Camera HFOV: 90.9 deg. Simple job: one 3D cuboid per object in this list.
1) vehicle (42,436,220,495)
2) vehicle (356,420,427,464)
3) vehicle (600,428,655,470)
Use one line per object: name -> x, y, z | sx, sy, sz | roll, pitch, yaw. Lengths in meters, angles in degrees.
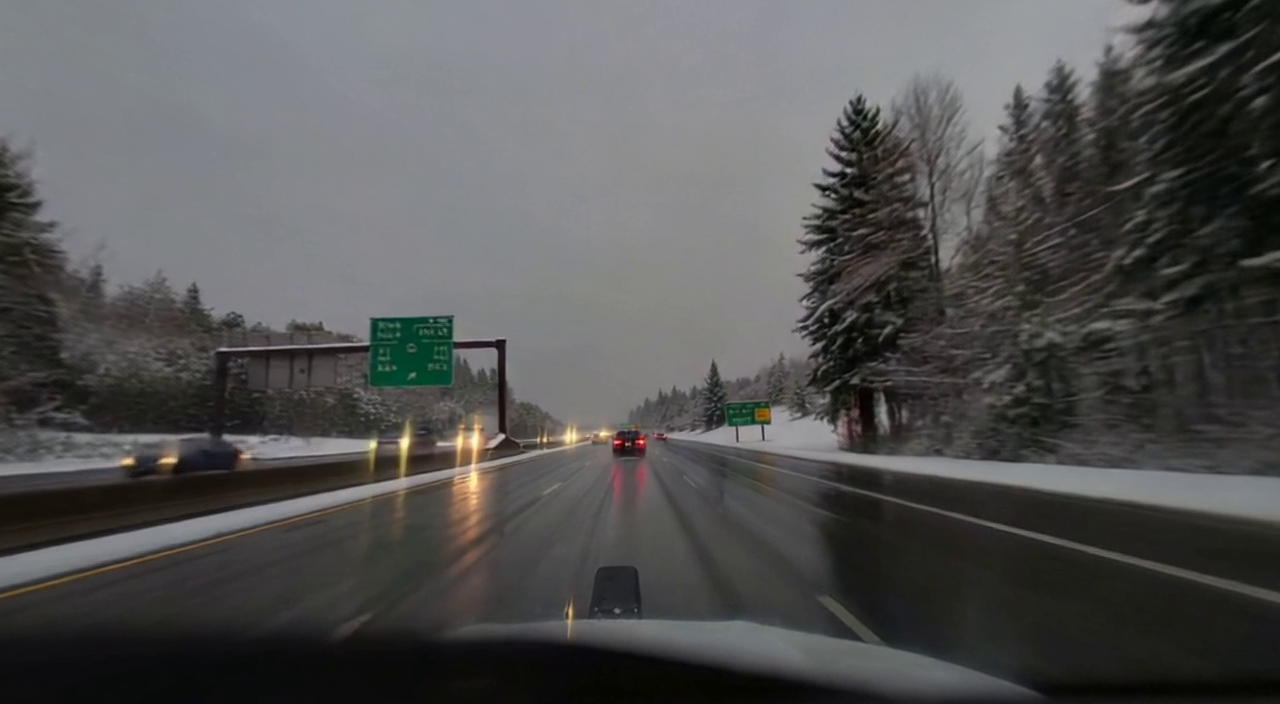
vehicle -> -16.037, 3.545, 20.256 | 2.001, 1.671, 4.427 | 0, -8, 0
vehicle -> -16.291, 5.919, 41.782 | 2.321, 2.674, 5.828 | 0, -8, -1
vehicle -> -0.514, 3.986, 26.247 | 2.094, 1.600, 3.666 | 0, -8, -1
